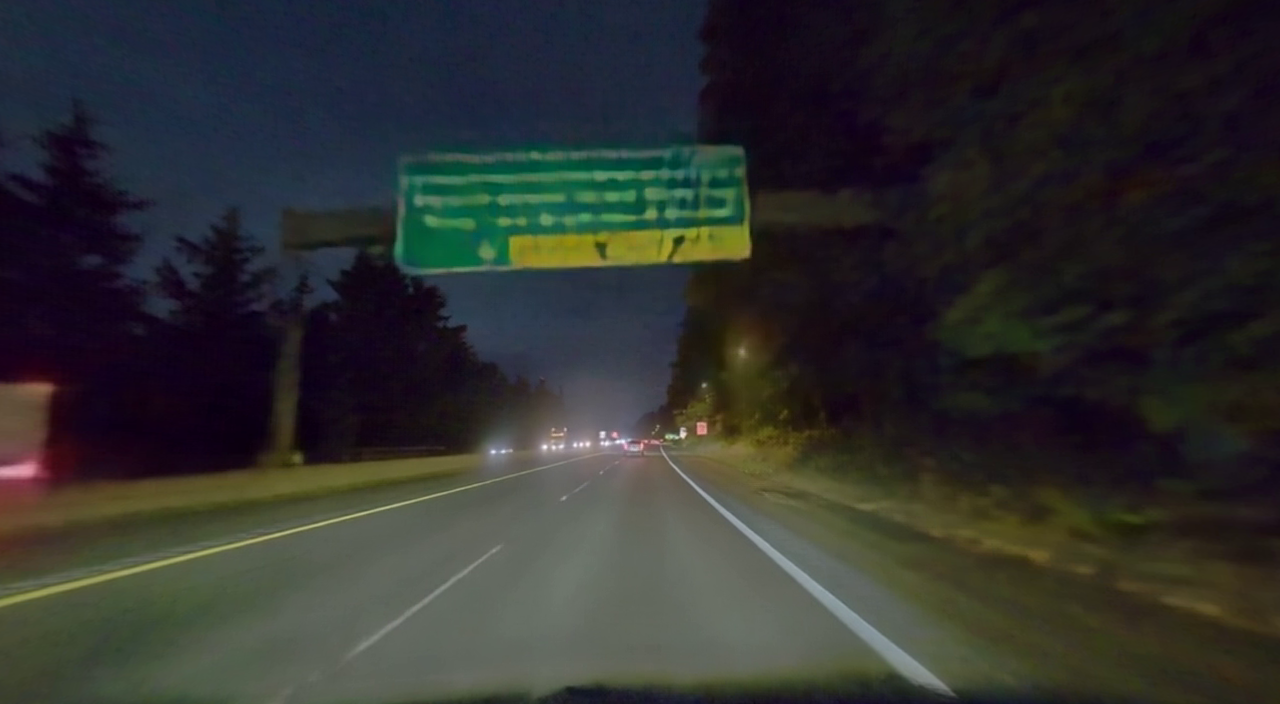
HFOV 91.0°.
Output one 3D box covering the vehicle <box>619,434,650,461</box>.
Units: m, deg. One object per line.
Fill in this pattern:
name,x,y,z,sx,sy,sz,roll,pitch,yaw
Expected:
vehicle,-0.382,6.903,45.554,2.188,1.825,4.282,-1,-8,0
